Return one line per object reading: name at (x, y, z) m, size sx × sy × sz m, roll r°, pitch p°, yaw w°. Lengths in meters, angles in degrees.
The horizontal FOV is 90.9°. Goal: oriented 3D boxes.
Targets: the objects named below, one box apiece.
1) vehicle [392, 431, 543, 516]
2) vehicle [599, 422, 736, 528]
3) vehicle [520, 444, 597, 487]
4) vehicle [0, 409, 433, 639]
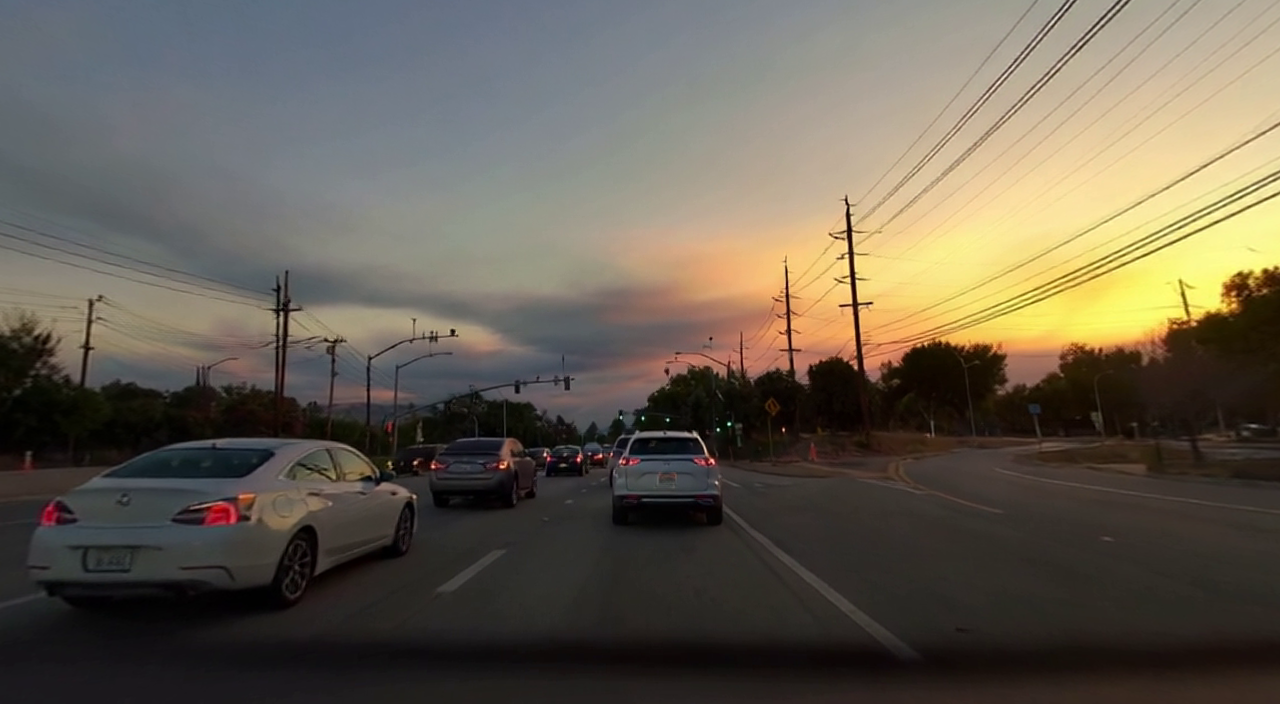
vehicle at (-3.683, 2.678, 14.403) m, size 2.018 × 1.621 × 4.441 m, roll -1°, pitch -9°, yaw 2°
vehicle at (0.507, 2.295, 12.230) m, size 2.205 × 1.691 × 3.937 m, roll 0°, pitch -9°, yaw 2°
vehicle at (-2.935, 4.190, 23.654) m, size 2.105 × 1.436 × 4.311 m, roll -1°, pitch -9°, yaw 3°
vehicle at (-3.822, 1.486, 6.413) m, size 1.999 × 1.563 × 4.007 m, roll 0°, pitch -9°, yaw 1°
